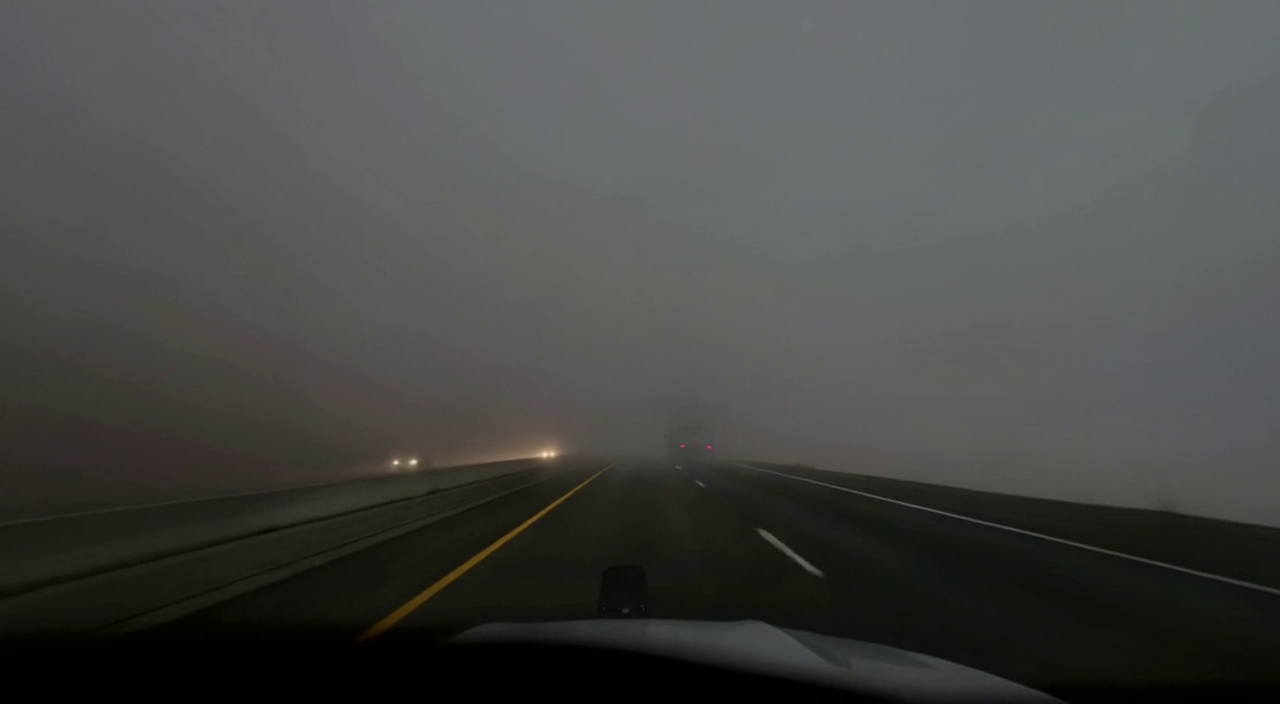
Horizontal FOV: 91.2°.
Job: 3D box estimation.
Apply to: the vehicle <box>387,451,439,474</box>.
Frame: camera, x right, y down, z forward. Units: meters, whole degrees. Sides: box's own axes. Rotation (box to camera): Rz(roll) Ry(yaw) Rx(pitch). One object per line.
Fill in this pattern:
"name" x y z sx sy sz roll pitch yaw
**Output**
"vehicle" -16.402 8.006 45.643 1.913 1.512 4.689 0 -9 2
